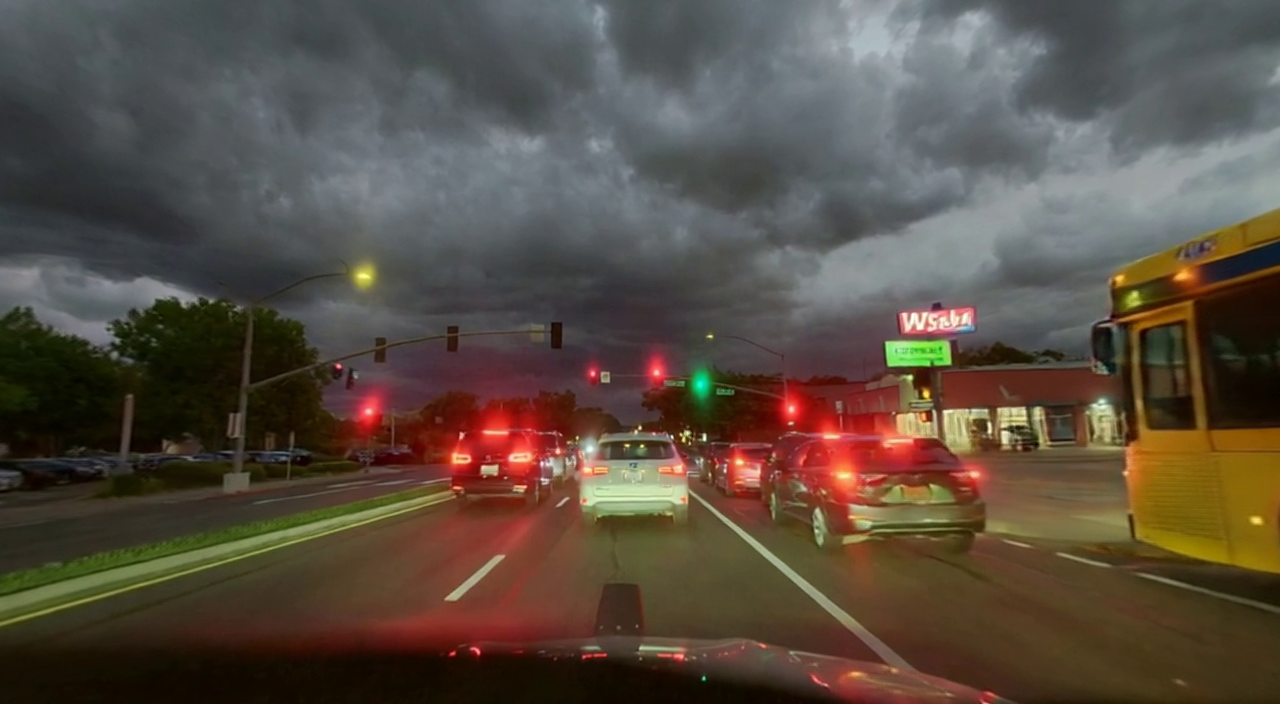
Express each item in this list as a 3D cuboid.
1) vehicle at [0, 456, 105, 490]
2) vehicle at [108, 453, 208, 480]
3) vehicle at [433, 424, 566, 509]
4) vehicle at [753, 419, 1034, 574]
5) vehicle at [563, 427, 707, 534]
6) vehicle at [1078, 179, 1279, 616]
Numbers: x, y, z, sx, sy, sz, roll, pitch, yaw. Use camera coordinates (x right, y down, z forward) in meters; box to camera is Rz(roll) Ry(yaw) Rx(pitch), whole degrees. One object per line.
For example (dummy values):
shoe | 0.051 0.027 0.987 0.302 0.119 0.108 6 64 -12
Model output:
vehicle | -27.965 5.652 29.709 3.838 1.433 1.967 4 -10 -27
vehicle | -27.371 6.515 36.065 4.107 1.427 1.883 3 -9 -22
vehicle | -3.112 2.673 15.115 2.180 1.708 4.397 0 -9 0
vehicle | 2.902 1.757 8.471 1.922 1.508 4.330 0 -9 -1
vehicle | -0.068 2.140 11.050 2.071 1.525 3.723 0 -9 0
vehicle | 6.468 -0.104 1.840 3.197 3.269 9.836 0 -9 -1
